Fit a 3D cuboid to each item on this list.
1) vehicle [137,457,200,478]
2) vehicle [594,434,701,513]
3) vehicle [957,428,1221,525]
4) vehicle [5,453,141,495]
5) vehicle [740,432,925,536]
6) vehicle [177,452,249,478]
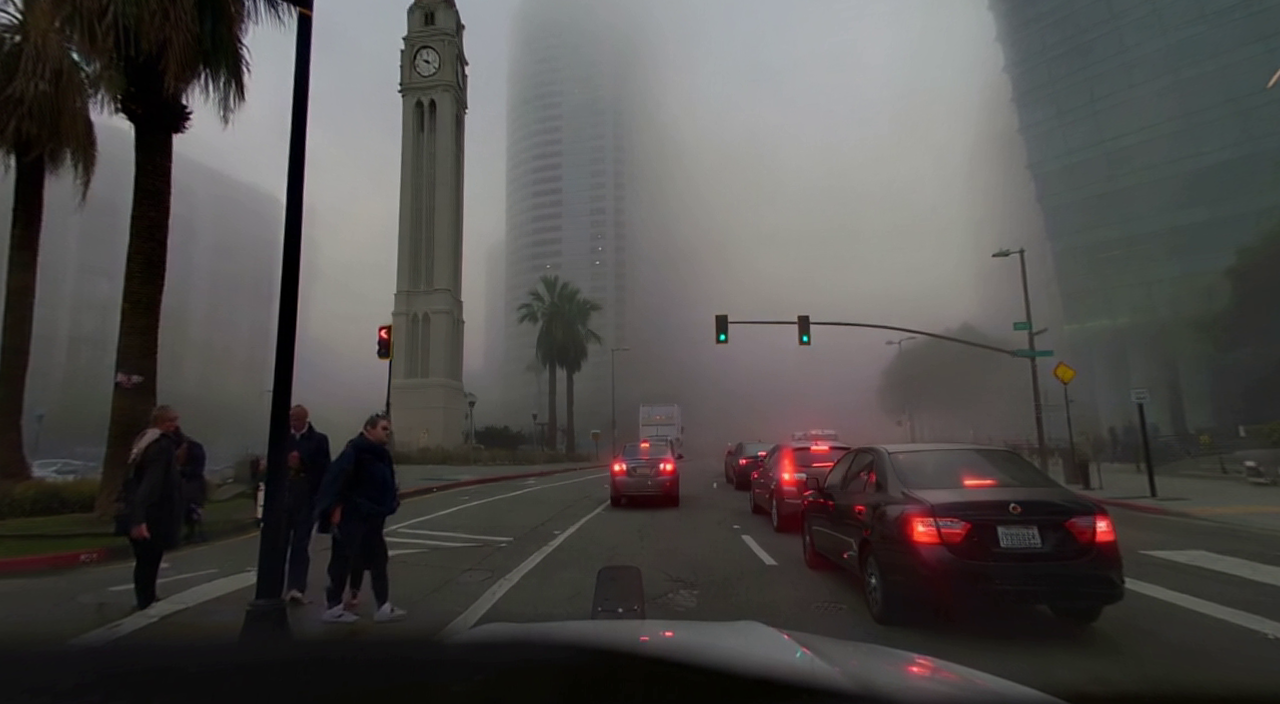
[{"bbox_3d":[-36.849,9.004,49.307,1.700,1.527,4.445,1,-9,-4],"label":"vehicle"},{"bbox_3d":[0.171,2.617,14.013,2.048,1.503,3.681,0,-9,1],"label":"vehicle"},{"bbox_3d":[8.177,2.283,12.096,1.859,1.508,4.259,0,-9,-1],"label":"vehicle"},{"bbox_3d":[-26.698,5.715,29.922,2.105,1.793,4.812,0,-9,-3],"label":"vehicle"},{"bbox_3d":[3.119,2.236,11.287,1.913,1.469,4.425,0,-9,0],"label":"vehicle"},{"bbox_3d":[-30.729,8.102,45.471,1.946,1.696,4.595,0,-8,-1],"label":"vehicle"}]
